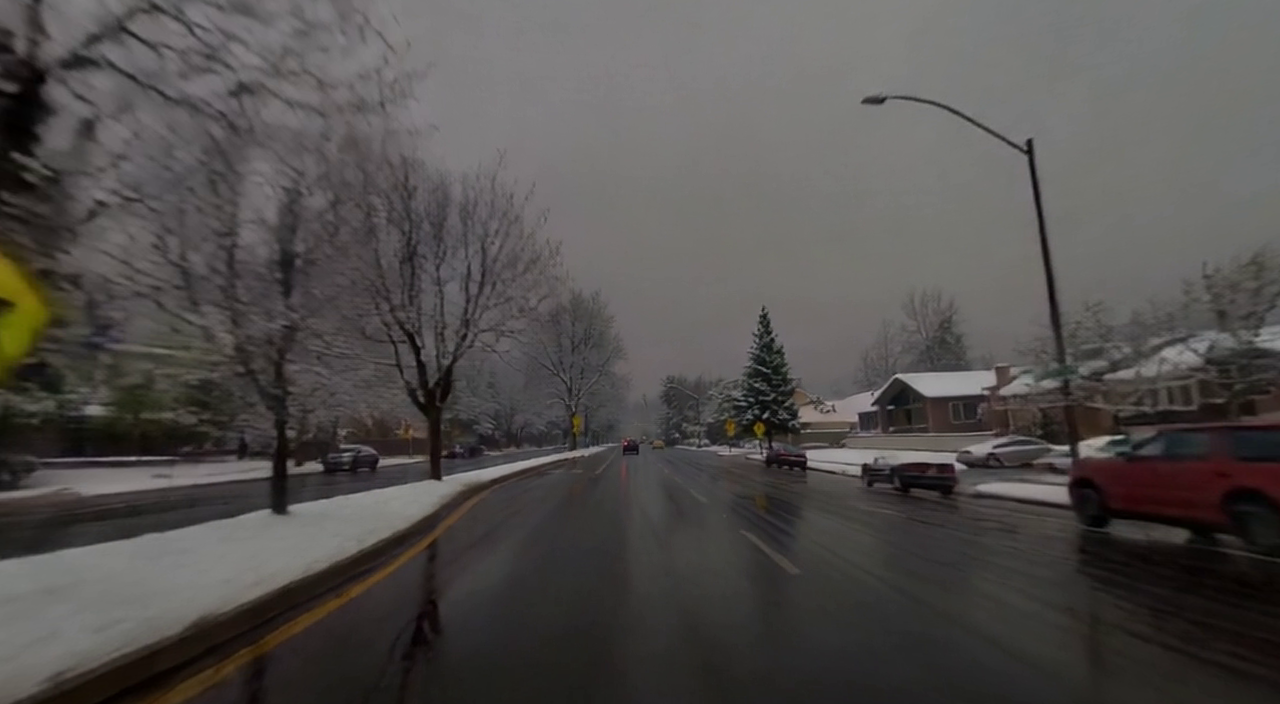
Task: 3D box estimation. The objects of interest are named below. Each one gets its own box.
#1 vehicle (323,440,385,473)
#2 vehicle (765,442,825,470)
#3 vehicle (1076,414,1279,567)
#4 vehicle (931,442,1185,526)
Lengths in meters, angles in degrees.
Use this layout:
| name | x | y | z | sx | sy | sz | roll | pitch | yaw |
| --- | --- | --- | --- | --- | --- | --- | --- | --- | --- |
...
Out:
| name | x | y | z | sx | sy | sz | roll | pitch | yaw |
| --- | --- | --- | --- | --- | --- | --- | --- | --- | --- |
| vehicle | -18.548 | 6.747 | 41.199 | 1.994 | 1.874 | 4.502 | -3 | -8 | -1 |
| vehicle | 8.496 | 5.733 | 35.019 | 1.925 | 1.454 | 4.493 | 1 | -8 | -4 |
| vehicle | 8.747 | 1.798 | 8.512 | 2.100 | 1.821 | 4.991 | 0 | -8 | -1 |
| vehicle | 8.486 | 2.674 | 13.570 | 1.992 | 1.455 | 4.829 | 1 | -8 | -3 |
